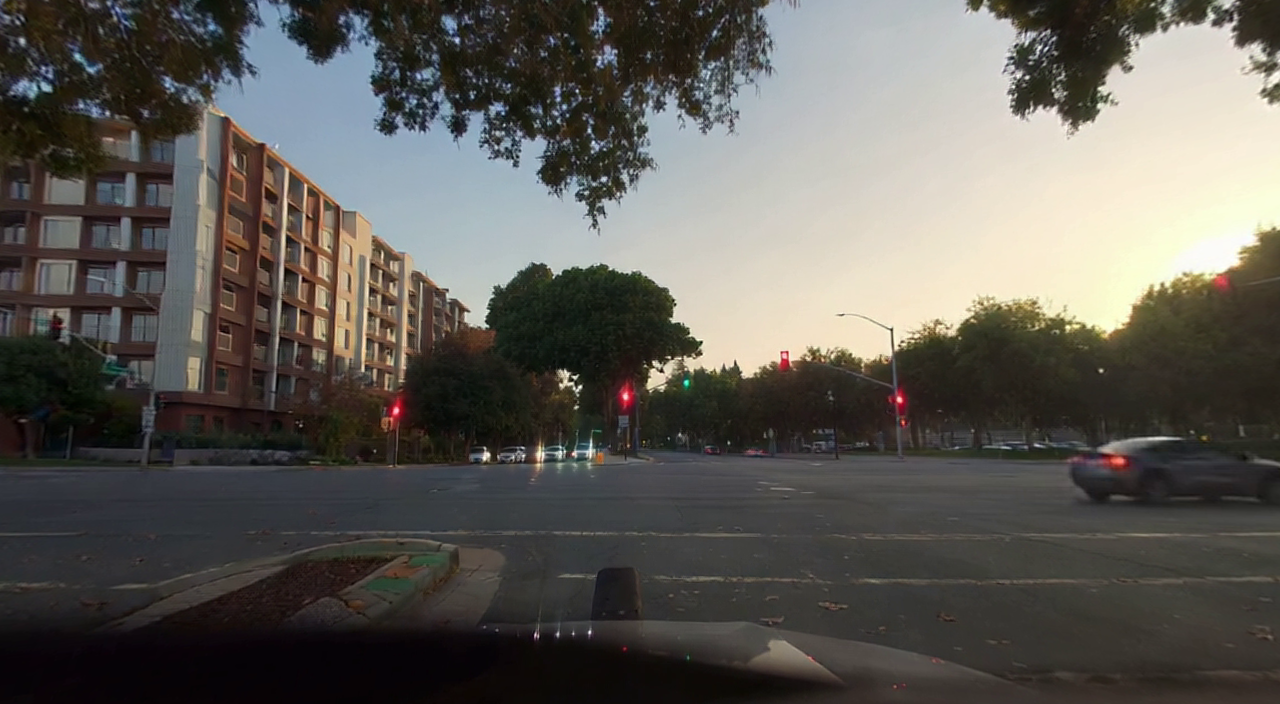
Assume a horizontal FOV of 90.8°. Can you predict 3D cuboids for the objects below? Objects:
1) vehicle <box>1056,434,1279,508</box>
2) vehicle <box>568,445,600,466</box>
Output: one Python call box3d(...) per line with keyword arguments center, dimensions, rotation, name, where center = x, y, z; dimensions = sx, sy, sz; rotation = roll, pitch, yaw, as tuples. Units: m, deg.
box3d(center=(13.742, 2.982, 16.202), dimensions=(4.853, 1.719, 1.986), rotation=(1, -8, -7), name="vehicle")
box3d(center=(-4.336, 8.128, 49.754), dimensions=(2.130, 1.613, 4.121), rotation=(0, -8, 0), name="vehicle")
